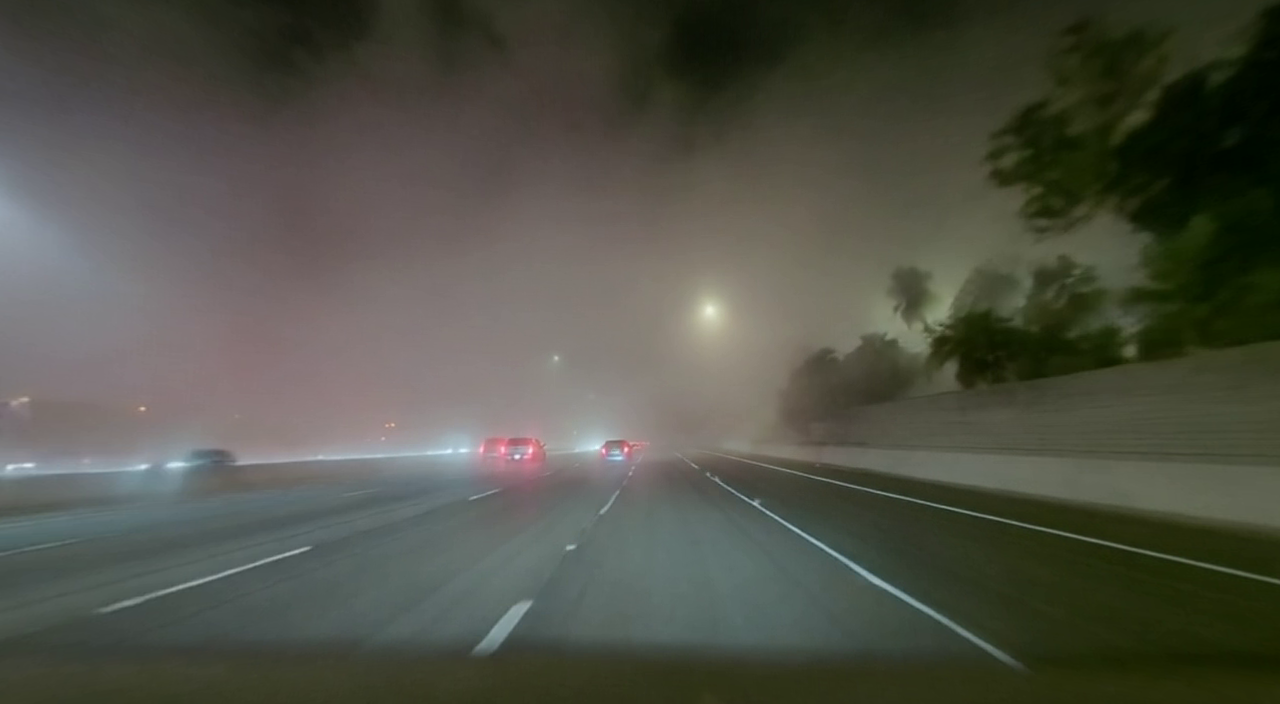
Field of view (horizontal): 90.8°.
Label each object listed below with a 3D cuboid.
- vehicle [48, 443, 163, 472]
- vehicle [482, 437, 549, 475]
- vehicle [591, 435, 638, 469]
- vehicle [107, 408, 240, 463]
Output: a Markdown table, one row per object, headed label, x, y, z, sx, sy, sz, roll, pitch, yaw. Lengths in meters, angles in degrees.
| label | x | y | z | sx | sy | sz | roll | pitch | yaw |
| --- | --- | --- | --- | --- | --- | --- | --- | --- | --- |
| vehicle | -30.222 | 5.938 | 35.964 | 1.874 | 1.520 | 5.041 | -1 | -8 | 4 |
| vehicle | -5.922 | 5.008 | 30.673 | 2.204 | 1.677 | 4.438 | -1 | -8 | 2 |
| vehicle | -1.289 | 5.294 | 33.658 | 2.201 | 1.672 | 4.128 | 0 | -8 | 1 |
| vehicle | -35.281 | 6.493 | 48.475 | 2.812 | 3.781 | 9.113 | -1 | -8 | 3 |
